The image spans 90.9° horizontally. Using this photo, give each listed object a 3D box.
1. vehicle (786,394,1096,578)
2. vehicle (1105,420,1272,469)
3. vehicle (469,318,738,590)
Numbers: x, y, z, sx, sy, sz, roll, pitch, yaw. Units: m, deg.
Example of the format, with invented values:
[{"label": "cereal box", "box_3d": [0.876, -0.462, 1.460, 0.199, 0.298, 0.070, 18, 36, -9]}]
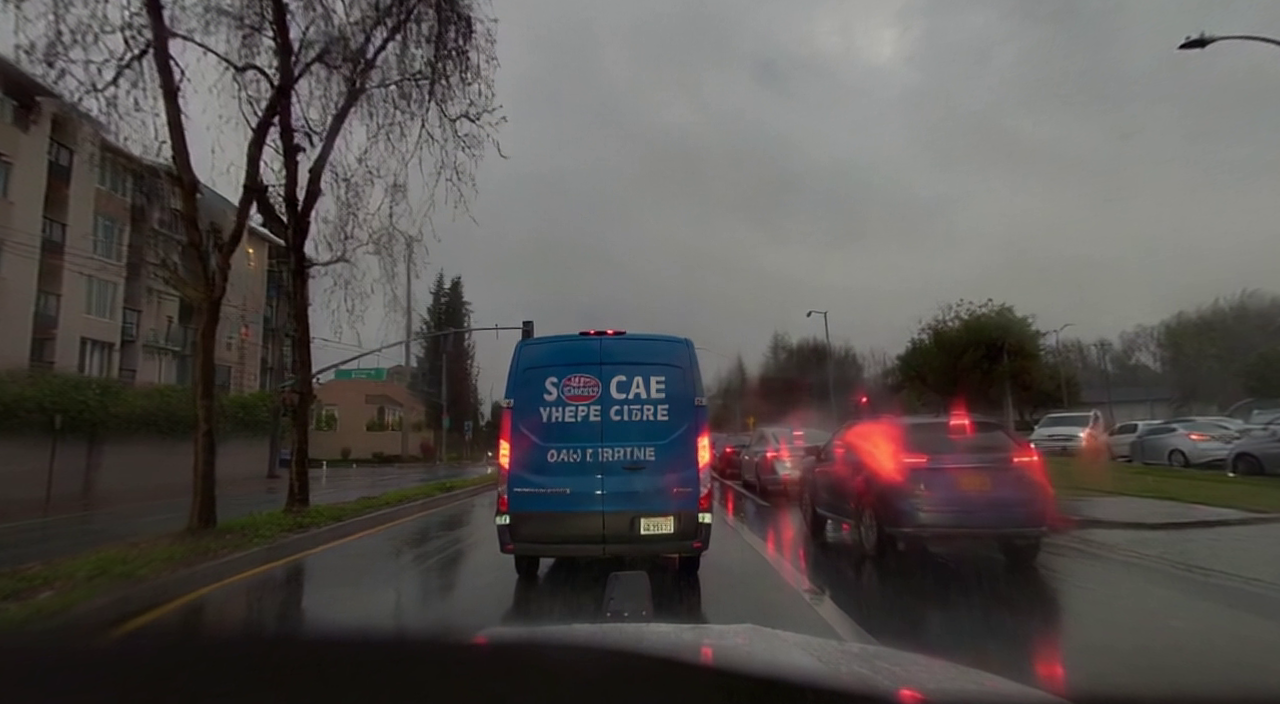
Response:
[{"label": "vehicle", "box_3d": [3.428, 1.617, 8.332, 1.965, 1.771, 4.295, 0, -8, 0]}, {"label": "vehicle", "box_3d": [17.219, 2.916, 19.927, 3.491, 1.443, 1.837, 0, -8, 0]}, {"label": "vehicle", "box_3d": [-0.299, 1.272, 8.310, 2.422, 2.488, 4.992, 0, -8, 1]}]
